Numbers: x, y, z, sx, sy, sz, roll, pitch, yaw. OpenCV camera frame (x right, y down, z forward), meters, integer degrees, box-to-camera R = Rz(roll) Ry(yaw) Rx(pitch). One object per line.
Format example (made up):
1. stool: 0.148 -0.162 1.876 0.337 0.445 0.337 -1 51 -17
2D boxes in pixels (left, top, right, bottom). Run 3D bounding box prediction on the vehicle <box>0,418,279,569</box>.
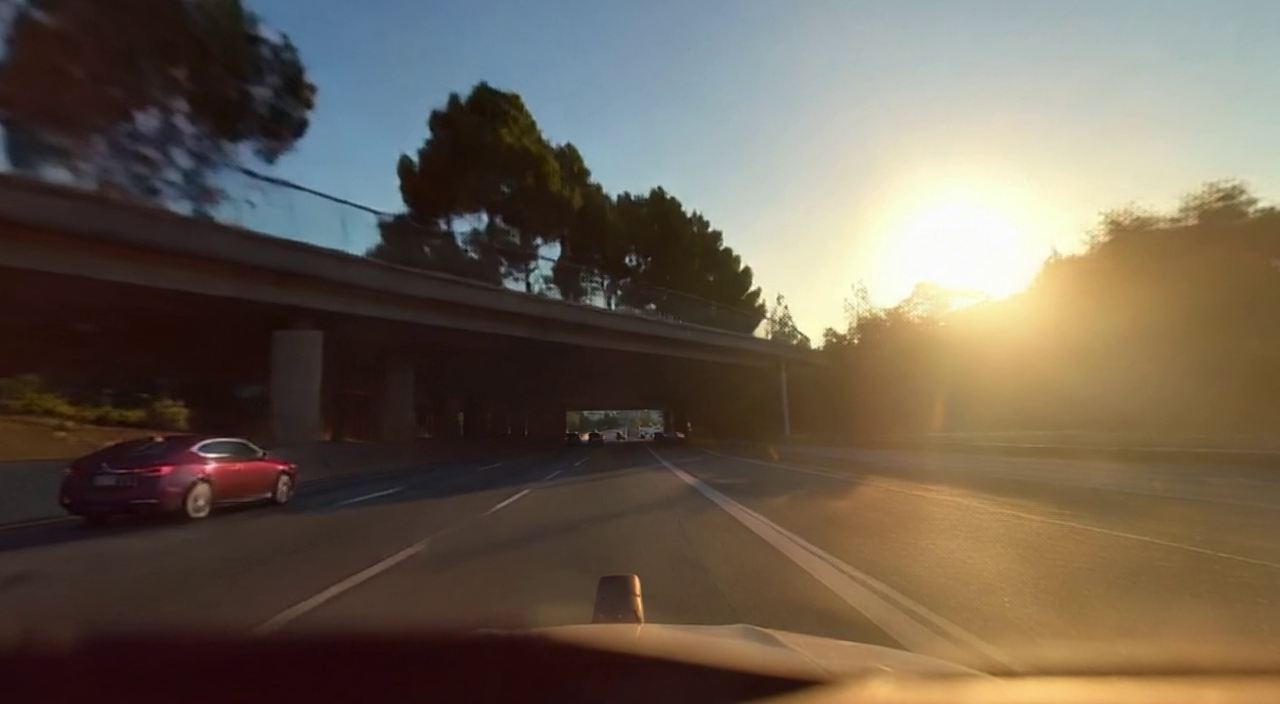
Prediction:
1. vehicle: -7.393 1.749 8.696 2.118 1.524 4.422 0 -8 1
